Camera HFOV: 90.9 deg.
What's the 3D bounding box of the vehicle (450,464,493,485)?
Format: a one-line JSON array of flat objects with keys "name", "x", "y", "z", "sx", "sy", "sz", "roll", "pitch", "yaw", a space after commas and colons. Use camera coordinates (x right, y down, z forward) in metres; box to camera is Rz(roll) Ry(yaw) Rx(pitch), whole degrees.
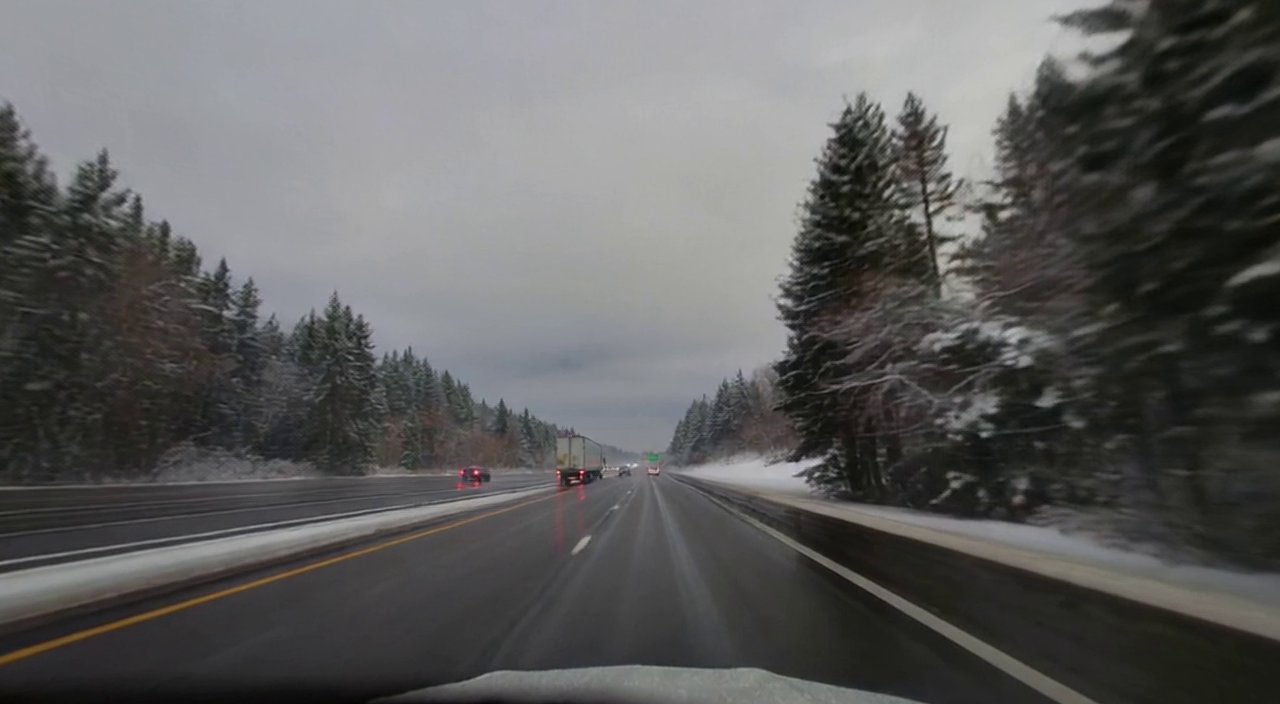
[{"name": "vehicle", "x": -12.208, "y": 8.916, "z": 45.870, "sx": 1.745, "sy": 1.430, "sz": 4.252, "roll": 0, "pitch": -10, "yaw": 4}]
